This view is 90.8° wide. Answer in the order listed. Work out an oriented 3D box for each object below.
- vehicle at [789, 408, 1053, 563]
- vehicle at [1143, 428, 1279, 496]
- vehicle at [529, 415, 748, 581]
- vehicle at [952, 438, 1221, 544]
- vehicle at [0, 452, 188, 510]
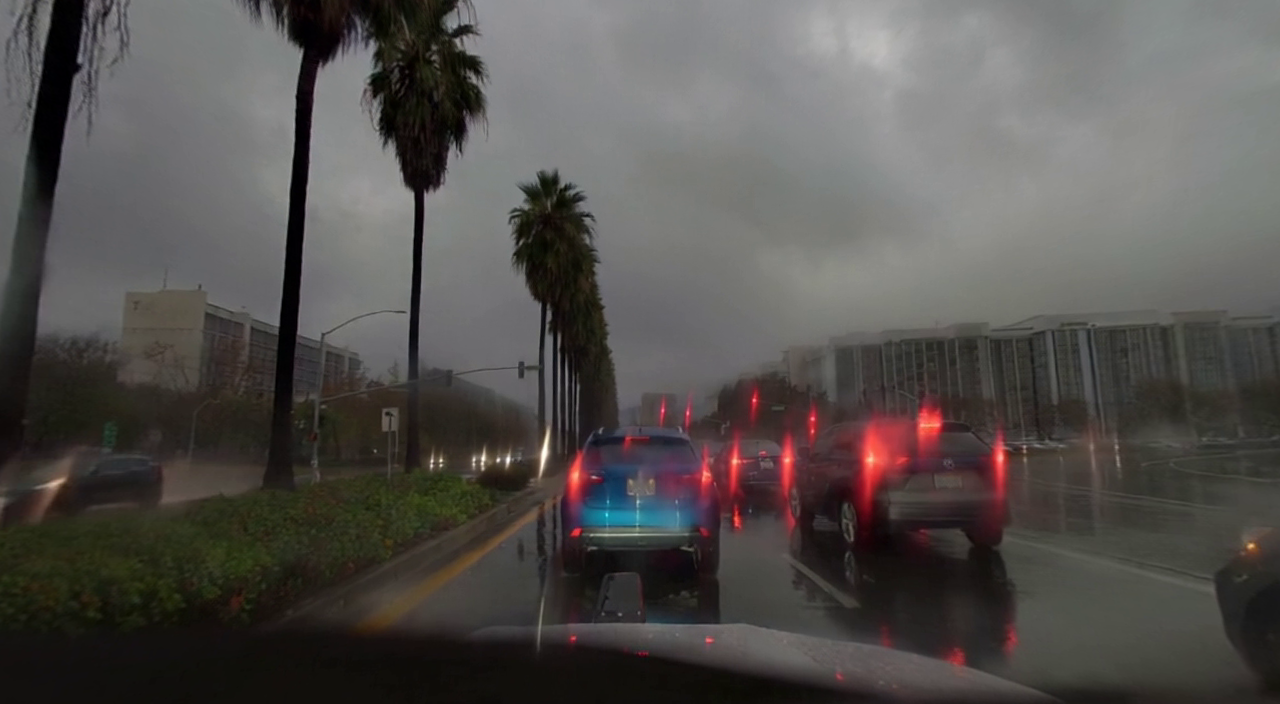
[{"bbox_3d":[3.663,1.820,9.249,1.947,1.725,4.159,0,-9,0],"label":"vehicle"},{"bbox_3d":[18.061,3.200,18.484,4.786,1.848,2.107,0,-9,-1],"label":"vehicle"},{"bbox_3d":[-0.020,1.708,8.120,2.083,1.572,4.021,0,-9,0],"label":"vehicle"},{"bbox_3d":[7.370,2.291,11.055,1.832,1.477,3.981,0,-9,2],"label":"vehicle"},{"bbox_3d":[-15.997,3.708,18.679,2.021,1.464,4.505,0,-9,-2],"label":"vehicle"}]
